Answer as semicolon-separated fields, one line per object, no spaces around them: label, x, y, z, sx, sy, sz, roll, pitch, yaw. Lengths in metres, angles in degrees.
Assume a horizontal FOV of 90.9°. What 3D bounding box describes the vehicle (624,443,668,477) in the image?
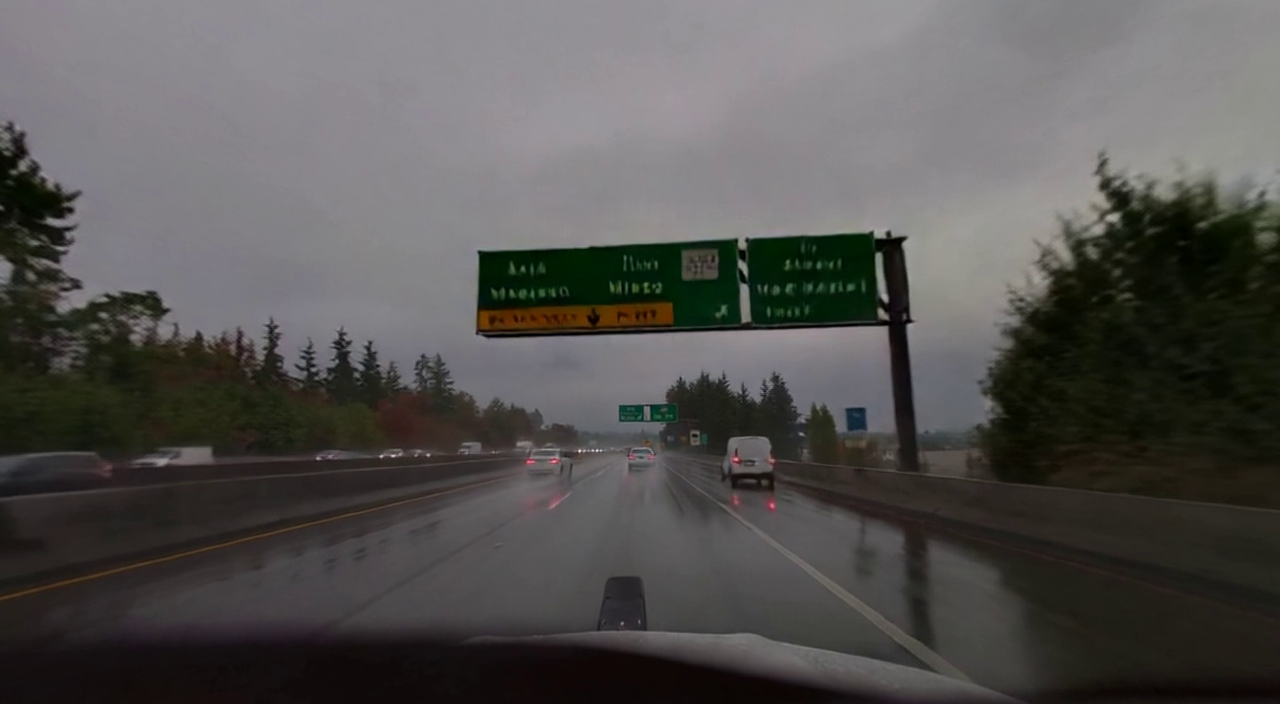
vehicle;0.283;5.047;29.560;1.960;1.456;3.818;0;-9;1

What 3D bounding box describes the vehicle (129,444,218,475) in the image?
vehicle;-28.993;6.675;39.358;1.928;1.822;4.731;0;-9;0

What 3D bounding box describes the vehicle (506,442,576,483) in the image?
vehicle;-4.007;4.571;26.294;2.081;1.534;4.543;0;-9;1
